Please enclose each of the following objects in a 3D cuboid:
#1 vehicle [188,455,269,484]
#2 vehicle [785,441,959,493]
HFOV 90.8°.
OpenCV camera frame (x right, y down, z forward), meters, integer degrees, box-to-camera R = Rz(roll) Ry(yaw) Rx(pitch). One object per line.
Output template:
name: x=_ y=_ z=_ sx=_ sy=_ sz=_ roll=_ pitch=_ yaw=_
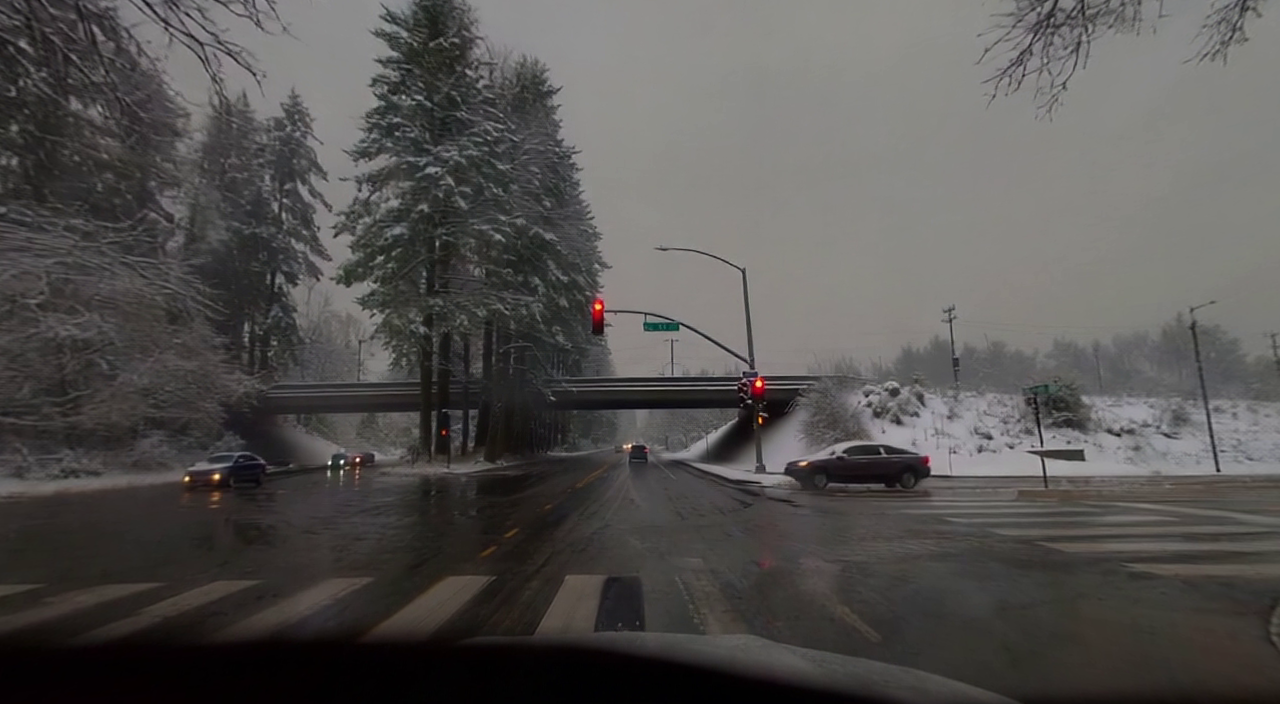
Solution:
vehicle: x=-23.920 y=6.816 z=36.956 sx=1.834 sy=1.482 sz=4.310 roll=0 pitch=-9 yaw=0
vehicle: x=7.065 y=3.508 z=19.476 sx=4.691 sy=1.466 sz=1.800 roll=1 pitch=-9 yaw=-8
